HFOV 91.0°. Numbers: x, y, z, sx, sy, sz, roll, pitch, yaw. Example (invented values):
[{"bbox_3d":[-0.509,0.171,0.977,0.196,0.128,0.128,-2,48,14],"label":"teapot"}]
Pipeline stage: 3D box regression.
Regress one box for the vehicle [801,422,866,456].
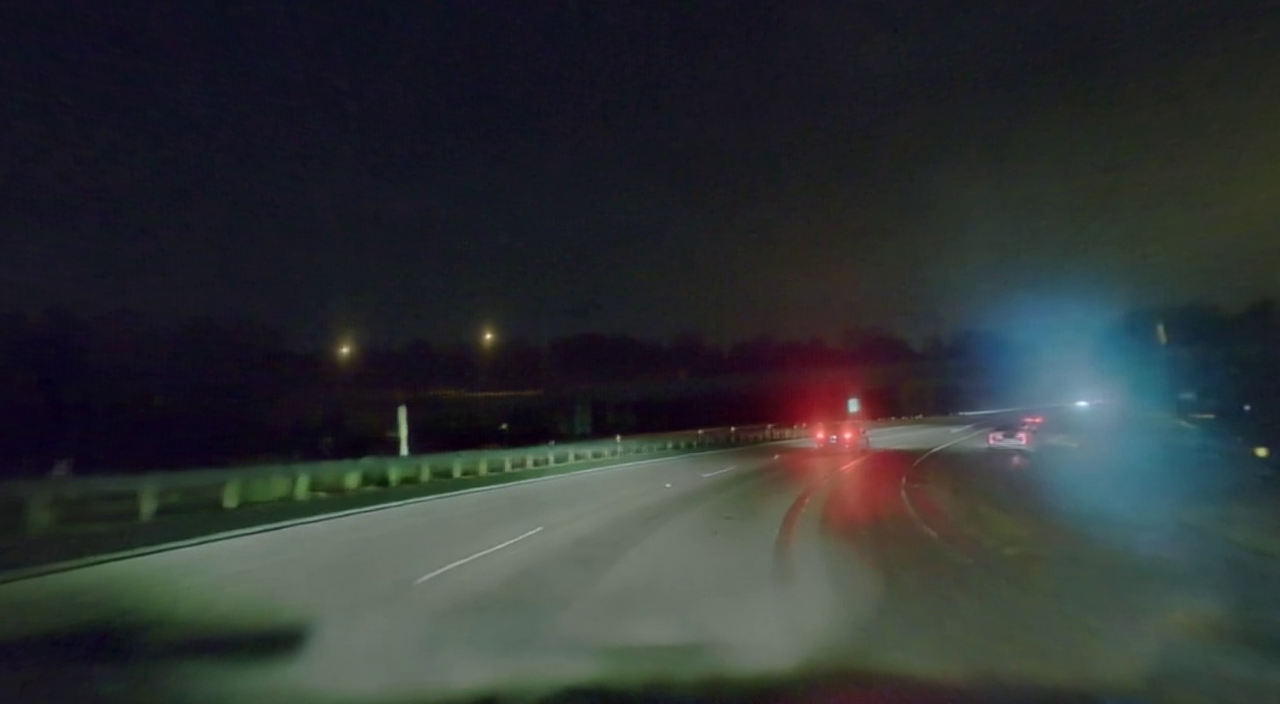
[{"bbox_3d":[9.402,4.182,30.363,2.028,1.440,3.970,-3,-8,32],"label":"vehicle"}]
